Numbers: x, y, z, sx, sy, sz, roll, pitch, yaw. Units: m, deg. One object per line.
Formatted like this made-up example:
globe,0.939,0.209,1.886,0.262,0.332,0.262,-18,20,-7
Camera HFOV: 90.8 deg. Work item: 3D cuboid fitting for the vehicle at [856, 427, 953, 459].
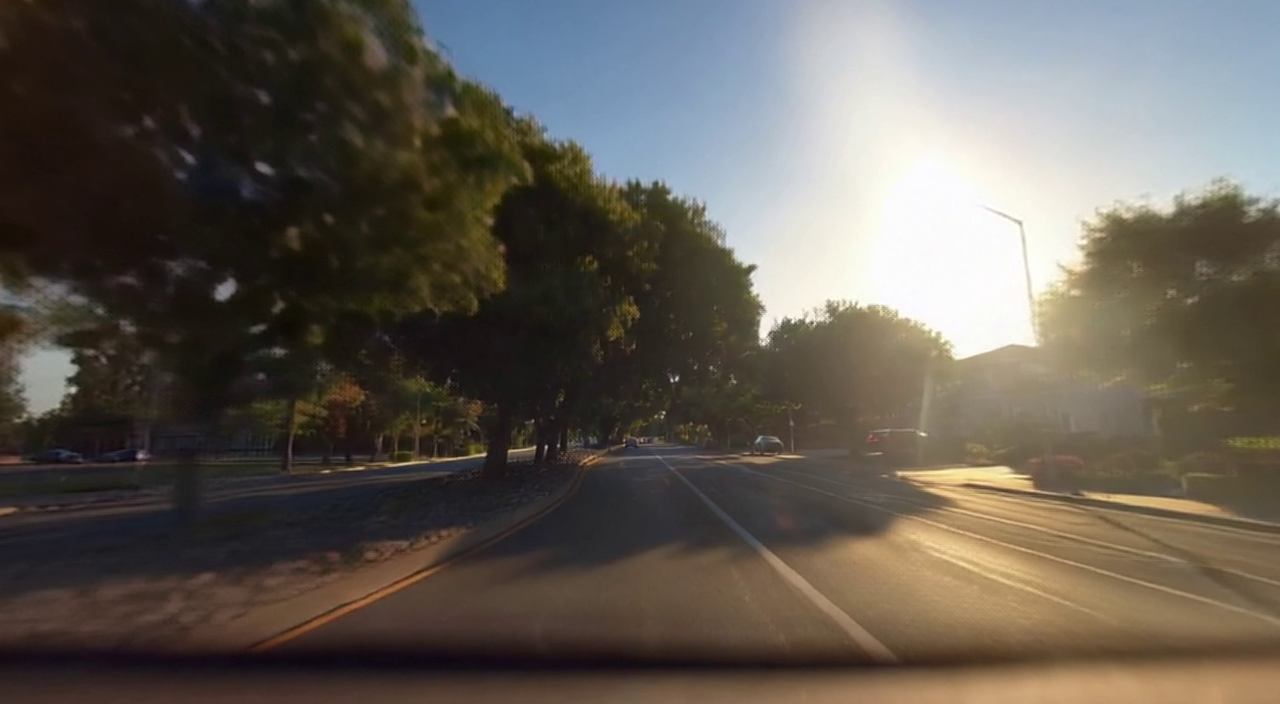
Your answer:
vehicle,15.323,5.312,36.780,4.605,1.779,2.135,0,-9,-1

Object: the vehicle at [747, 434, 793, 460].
vehicle,9.197,6.759,44.966,2.096,1.703,4.583,0,-9,-3
